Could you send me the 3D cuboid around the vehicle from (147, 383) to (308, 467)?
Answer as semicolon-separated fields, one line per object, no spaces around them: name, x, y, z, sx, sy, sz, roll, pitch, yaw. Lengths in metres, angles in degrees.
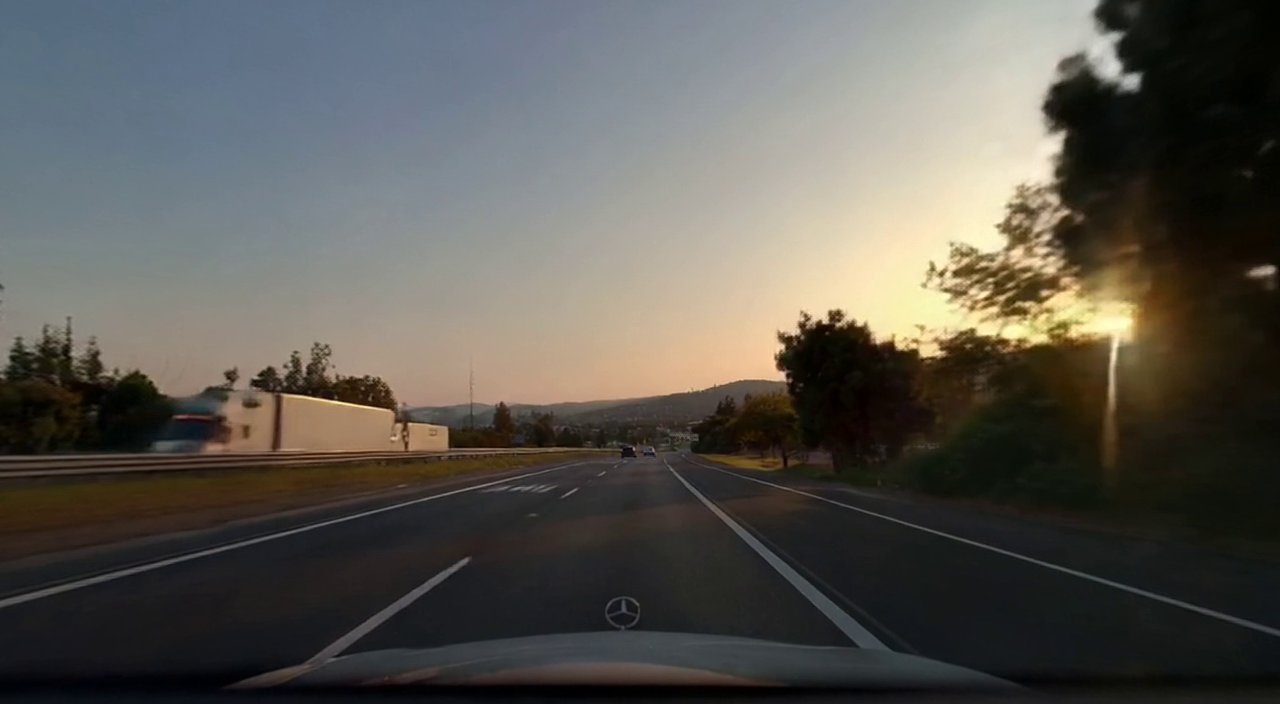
vehicle;-21.146;3.964;33.045;3.073;3.890;7.481;0;-9;2

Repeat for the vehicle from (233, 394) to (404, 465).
vehicle;-20.878;5.488;42.989;2.889;3.945;15.988;0;-9;2
